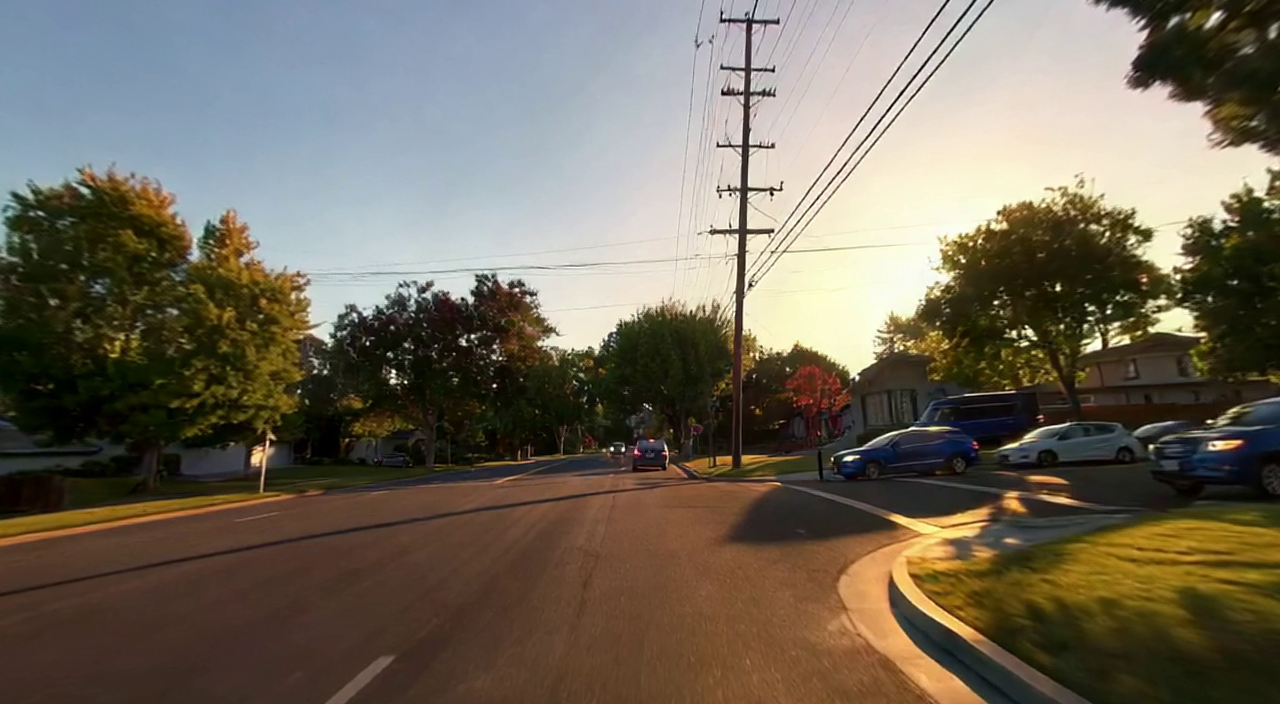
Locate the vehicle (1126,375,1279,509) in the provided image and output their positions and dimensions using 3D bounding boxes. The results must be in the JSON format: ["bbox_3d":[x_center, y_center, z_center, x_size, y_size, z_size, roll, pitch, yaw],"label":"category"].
[{"bbox_3d":[10.930,1.360,9.615,5.166,1.827,2.040,-1,-9,2],"label":"vehicle"}]

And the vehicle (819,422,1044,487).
[{"bbox_3d":[6.933,2.497,15.413,4.543,1.472,1.830,0,-9,2],"label":"vehicle"}]

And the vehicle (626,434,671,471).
[{"bbox_3d":[0.412,5.009,31.531,2.120,1.718,3.909,0,-9,1],"label":"vehicle"}]
